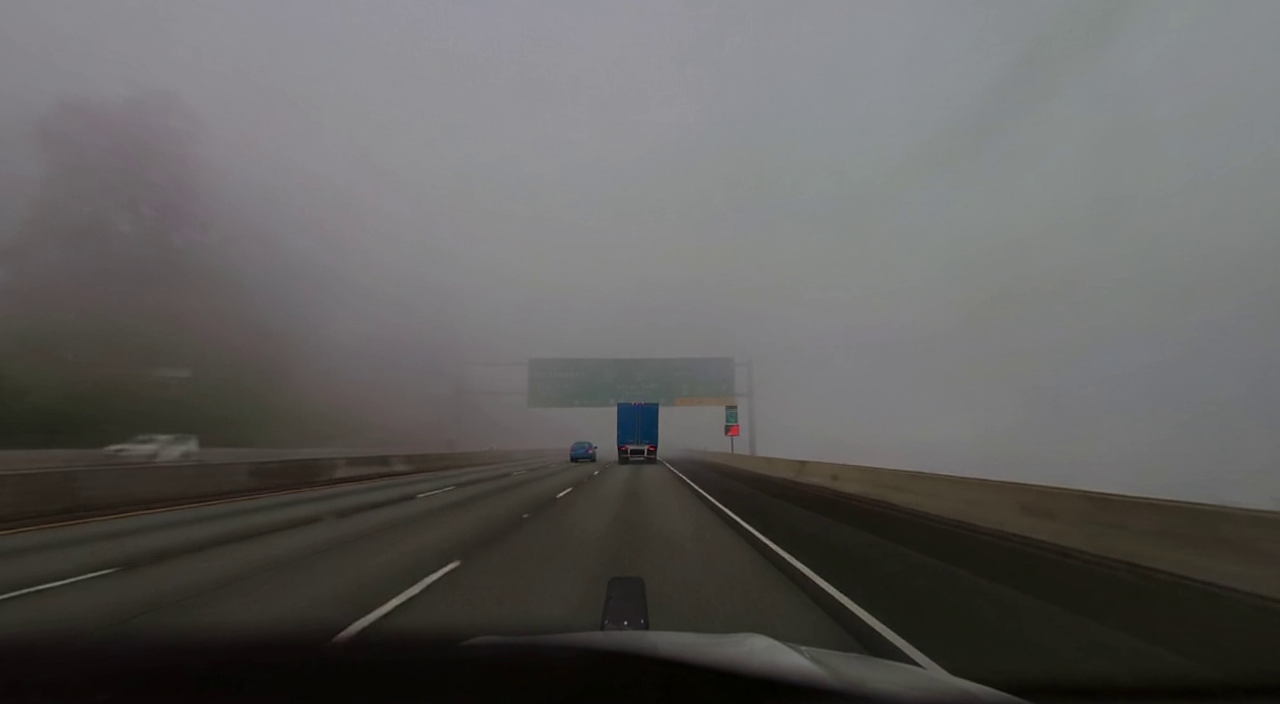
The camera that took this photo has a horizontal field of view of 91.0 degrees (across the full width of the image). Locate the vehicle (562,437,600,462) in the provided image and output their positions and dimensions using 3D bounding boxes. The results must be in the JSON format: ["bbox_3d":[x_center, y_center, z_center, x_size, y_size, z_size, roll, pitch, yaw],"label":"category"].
[{"bbox_3d":[-4.159,6.950,44.997,2.186,1.716,4.672,0,-8,1],"label":"vehicle"}]

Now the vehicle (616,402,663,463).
[{"bbox_3d":[-0.202,6.472,49.757,3.078,4.031,16.069,0,-8,-1],"label":"vehicle"}]
